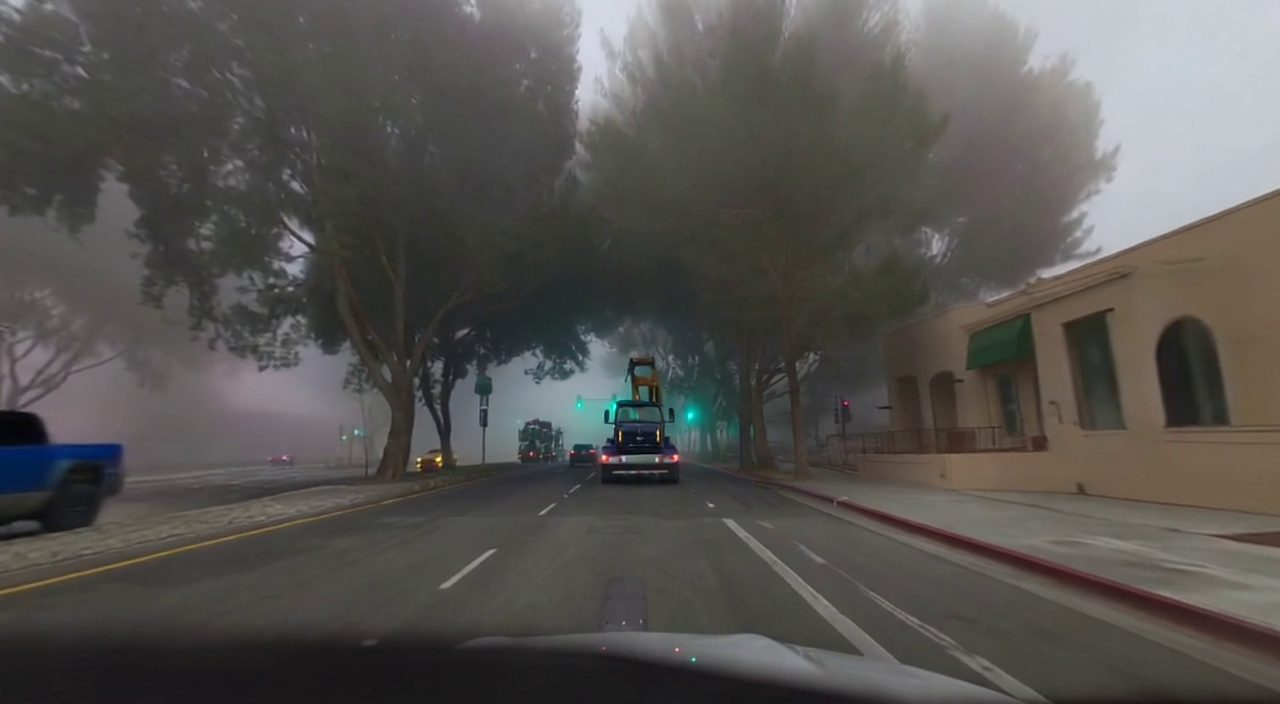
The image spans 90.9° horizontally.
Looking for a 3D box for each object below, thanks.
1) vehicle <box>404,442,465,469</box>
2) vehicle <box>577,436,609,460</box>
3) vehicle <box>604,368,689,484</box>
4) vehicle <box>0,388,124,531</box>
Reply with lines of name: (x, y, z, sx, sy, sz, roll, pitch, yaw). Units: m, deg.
vehicle: (-12.094, 6.117, 37.451, 1.941, 1.520, 4.864, 0, -9, 0)
vehicle: (-3.472, 7.251, 47.553, 2.081, 1.688, 4.235, 0, -9, 0)
vehicle: (0.198, 3.034, 24.545, 2.552, 3.461, 11.044, -1, -8, 0)
vehicle: (-12.225, 1.788, 10.433, 2.404, 2.444, 5.799, 0, -9, -1)
